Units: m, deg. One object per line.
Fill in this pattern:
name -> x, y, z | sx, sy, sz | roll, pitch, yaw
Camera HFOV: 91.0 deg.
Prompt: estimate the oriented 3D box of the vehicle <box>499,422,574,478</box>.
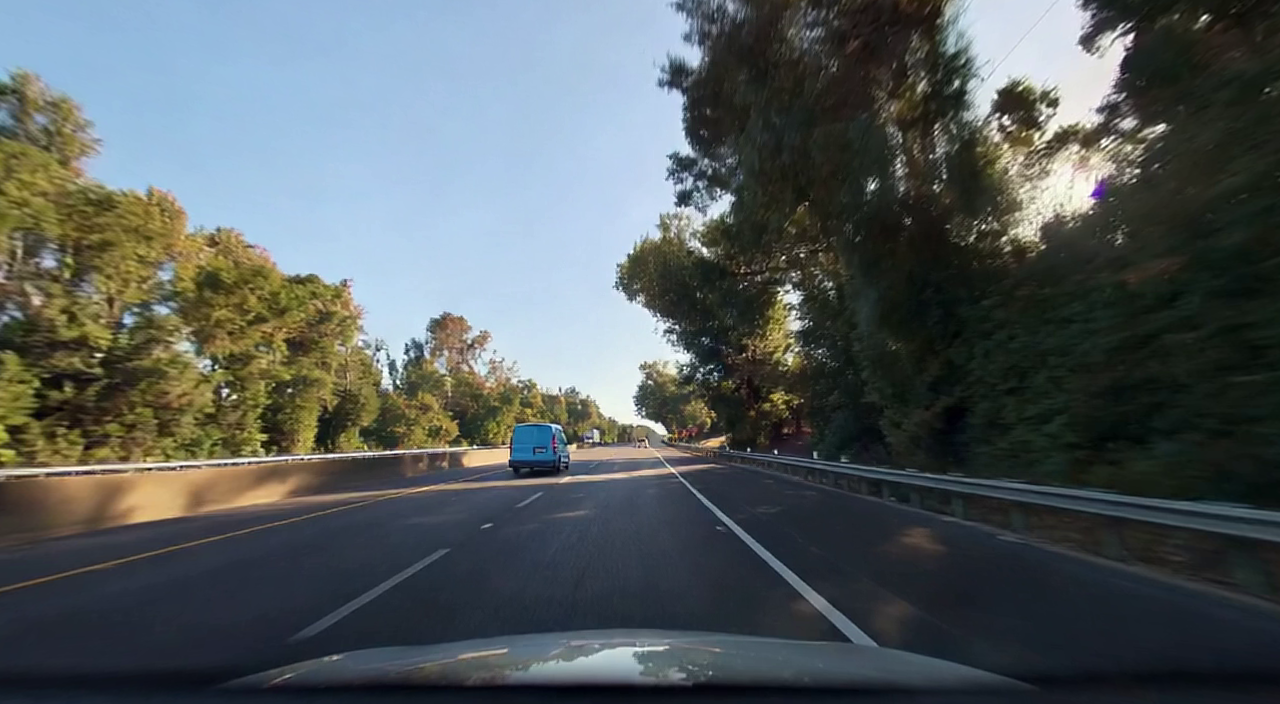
vehicle -> -3.749, 3.647, 23.638 | 2.041, 1.856, 4.353 | 0, -8, 0
